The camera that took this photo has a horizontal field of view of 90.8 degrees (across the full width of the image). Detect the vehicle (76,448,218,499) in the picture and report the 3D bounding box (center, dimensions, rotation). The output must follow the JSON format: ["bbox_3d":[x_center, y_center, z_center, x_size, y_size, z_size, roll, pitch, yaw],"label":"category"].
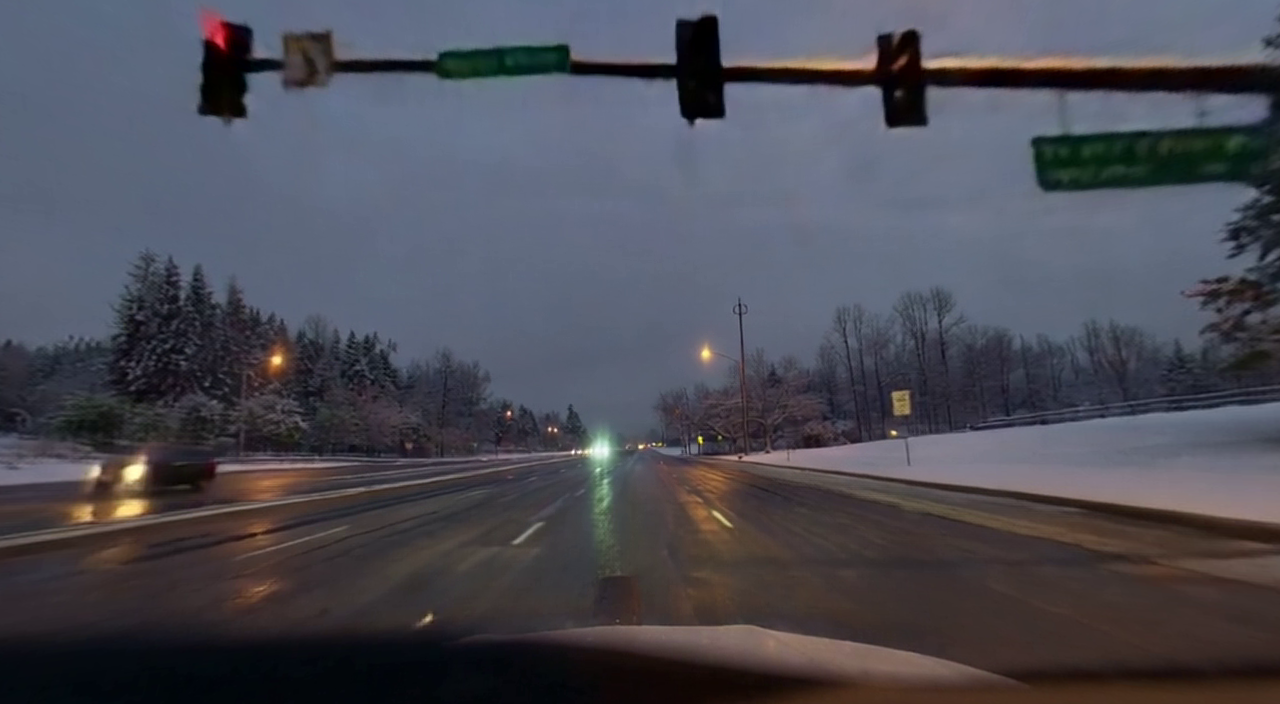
[{"bbox_3d":[-18.738,4.594,24.342,1.976,1.704,4.316,0,-8,-1],"label":"vehicle"}]
